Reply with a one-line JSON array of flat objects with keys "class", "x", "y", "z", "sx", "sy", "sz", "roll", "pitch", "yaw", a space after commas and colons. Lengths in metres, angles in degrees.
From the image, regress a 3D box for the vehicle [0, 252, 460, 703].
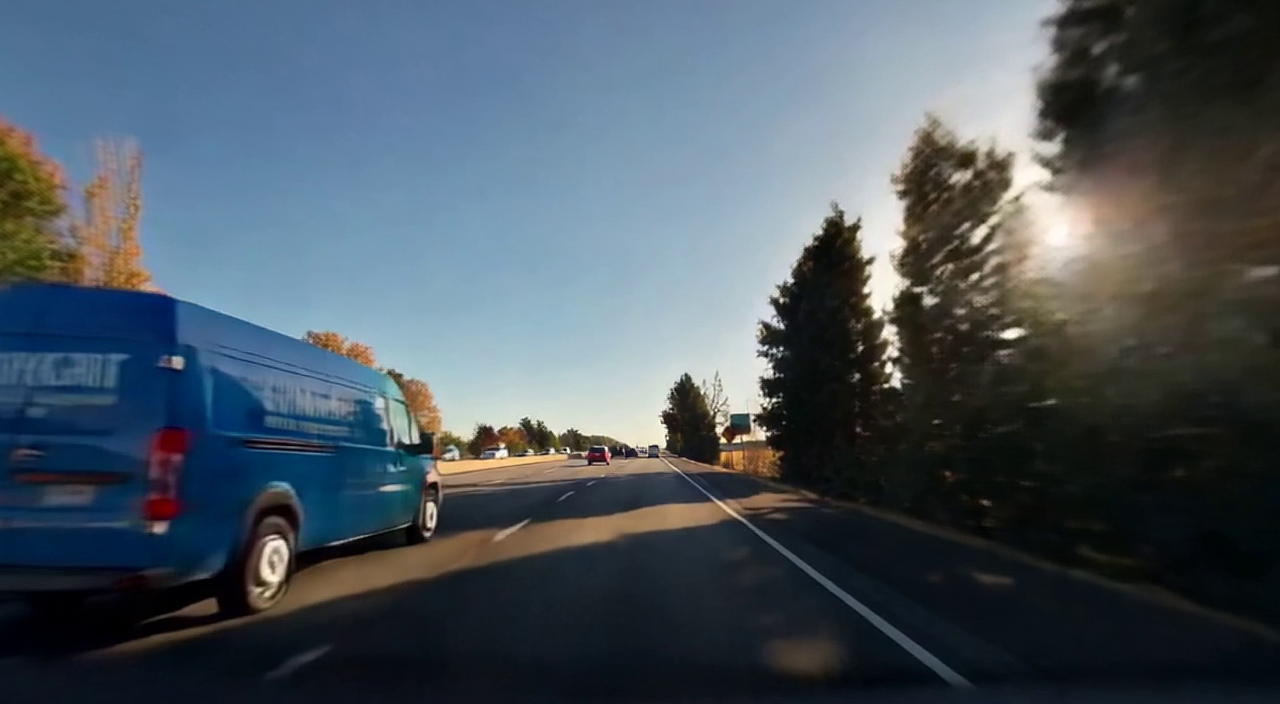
[{"class": "vehicle", "x": -3.627, "y": 1.040, "z": 5.712, "sx": 2.360, "sy": 2.367, "sz": 5.223, "roll": 0, "pitch": -8, "yaw": 1}]
